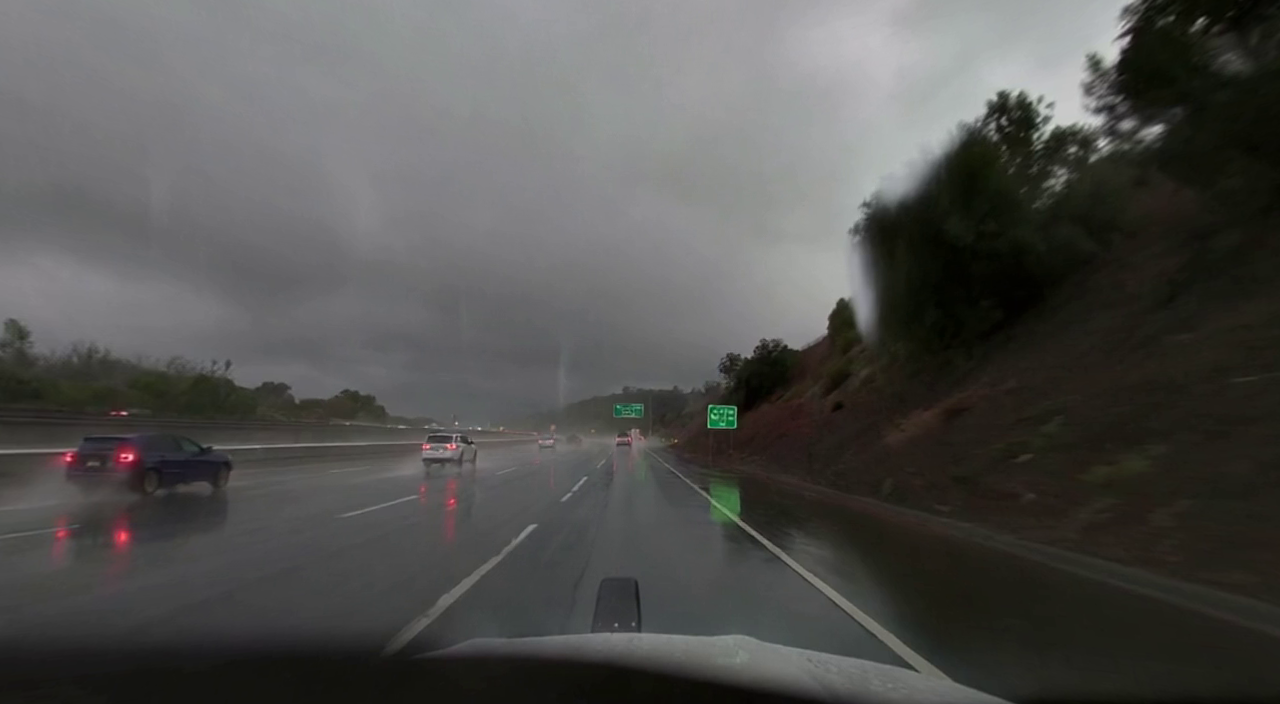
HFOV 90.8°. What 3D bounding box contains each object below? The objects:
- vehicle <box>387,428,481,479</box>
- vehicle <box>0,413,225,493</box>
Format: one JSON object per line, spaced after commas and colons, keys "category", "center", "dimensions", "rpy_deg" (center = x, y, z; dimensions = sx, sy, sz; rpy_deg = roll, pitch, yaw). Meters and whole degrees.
{"category": "vehicle", "center": [-7.617, 3.819, 23.864], "dimensions": [2.104, 1.715, 4.319], "rpy_deg": [0, -9, 0]}
{"category": "vehicle", "center": [-15.099, 2.929, 18.489], "dimensions": [2.240, 1.953, 5.452], "rpy_deg": [0, -9, -1]}
